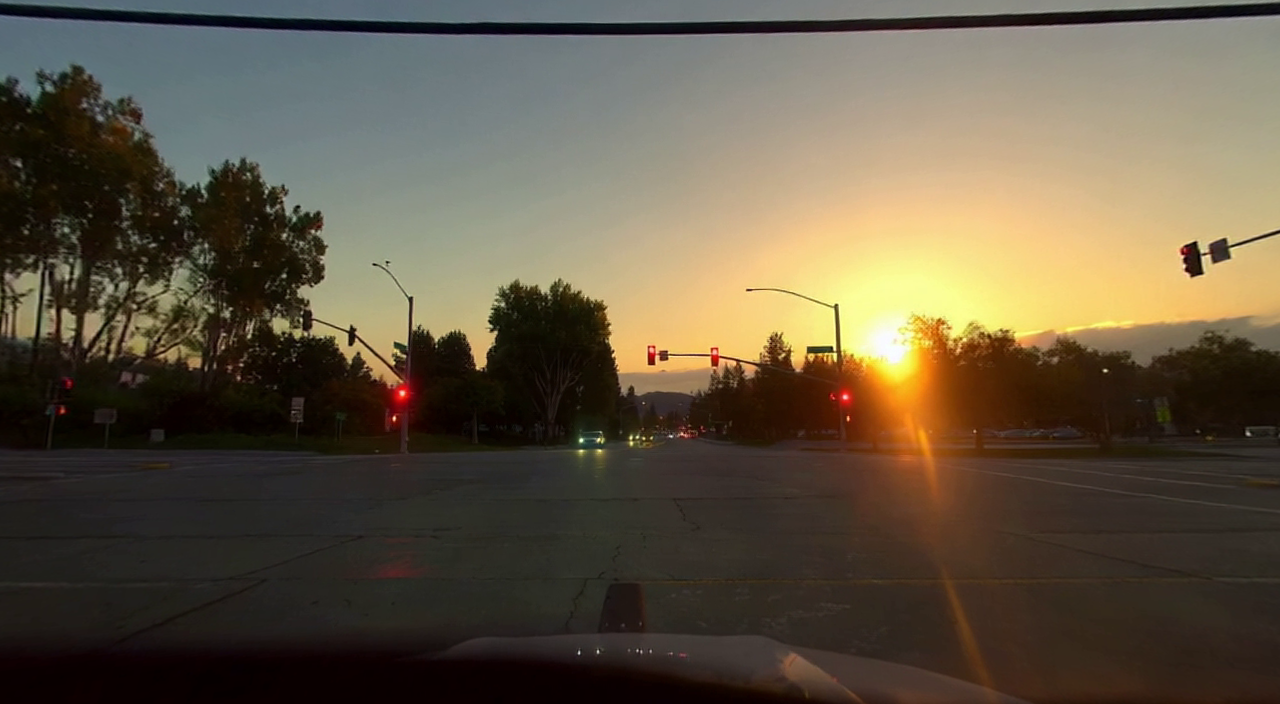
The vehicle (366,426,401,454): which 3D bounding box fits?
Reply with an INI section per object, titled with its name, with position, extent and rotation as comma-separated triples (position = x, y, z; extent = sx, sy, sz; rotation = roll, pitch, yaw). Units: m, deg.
[vehicle]
position = -19.993, 6.853, 48.886
extent = 1.873, 2.079, 2.879
rotation = 5, -10, -33
